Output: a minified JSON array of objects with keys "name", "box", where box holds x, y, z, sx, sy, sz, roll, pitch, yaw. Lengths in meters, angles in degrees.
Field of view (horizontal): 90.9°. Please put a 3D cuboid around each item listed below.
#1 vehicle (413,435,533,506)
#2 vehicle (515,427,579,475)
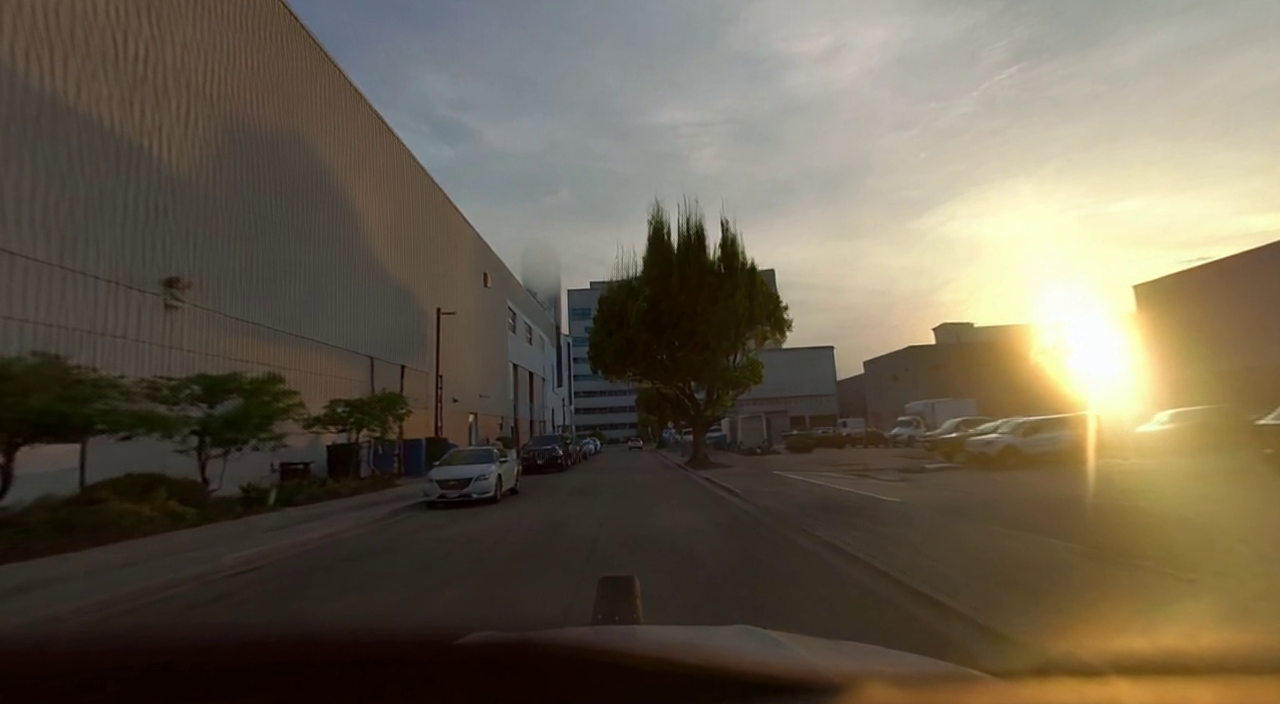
[{"name":"vehicle","box":[-4.263,3.105,16.833,2.040,1.501,4.440,-4,-9,-1]},{"name":"vehicle","box":[-4.142,4.567,28.799,2.161,1.843,5.181,-4,-10,-1]}]
